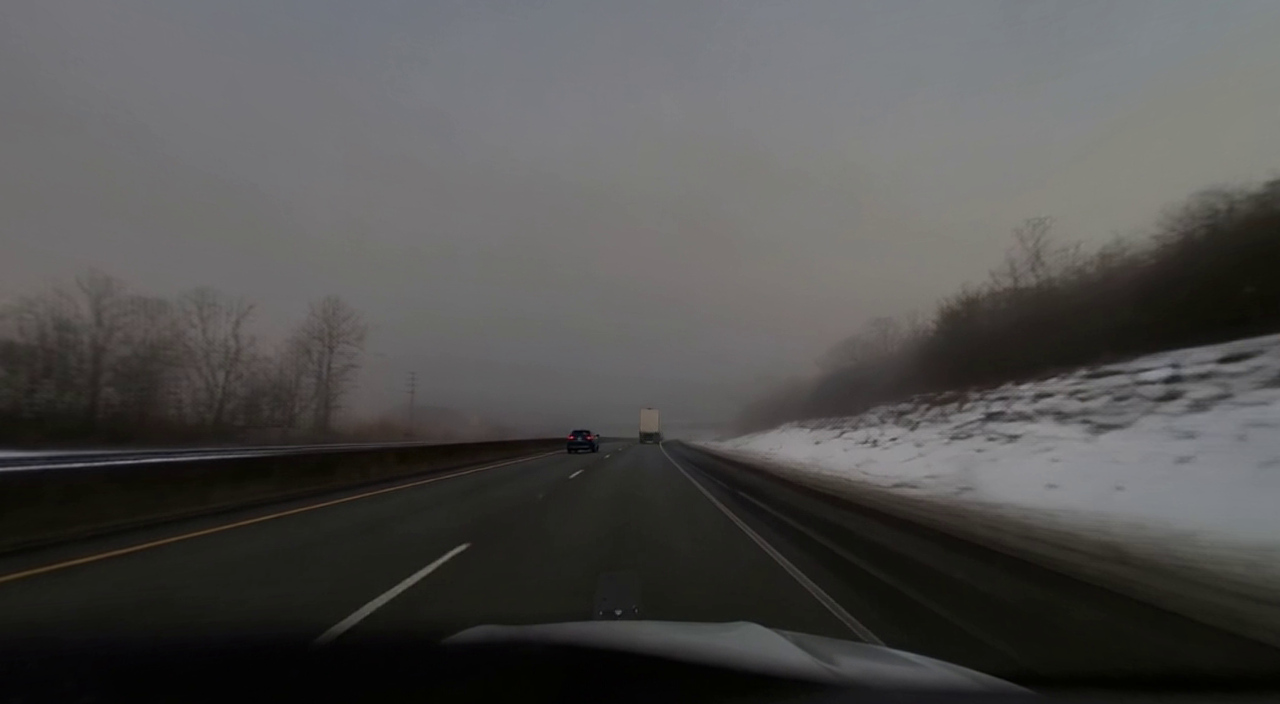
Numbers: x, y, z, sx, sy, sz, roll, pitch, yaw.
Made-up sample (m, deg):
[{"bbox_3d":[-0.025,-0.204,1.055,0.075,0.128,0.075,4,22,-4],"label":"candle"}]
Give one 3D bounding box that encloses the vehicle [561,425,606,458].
[{"bbox_3d":[-3.001,4.864,34.254,2.018,1.678,4.312,0,-8,1],"label":"vehicle"}]
